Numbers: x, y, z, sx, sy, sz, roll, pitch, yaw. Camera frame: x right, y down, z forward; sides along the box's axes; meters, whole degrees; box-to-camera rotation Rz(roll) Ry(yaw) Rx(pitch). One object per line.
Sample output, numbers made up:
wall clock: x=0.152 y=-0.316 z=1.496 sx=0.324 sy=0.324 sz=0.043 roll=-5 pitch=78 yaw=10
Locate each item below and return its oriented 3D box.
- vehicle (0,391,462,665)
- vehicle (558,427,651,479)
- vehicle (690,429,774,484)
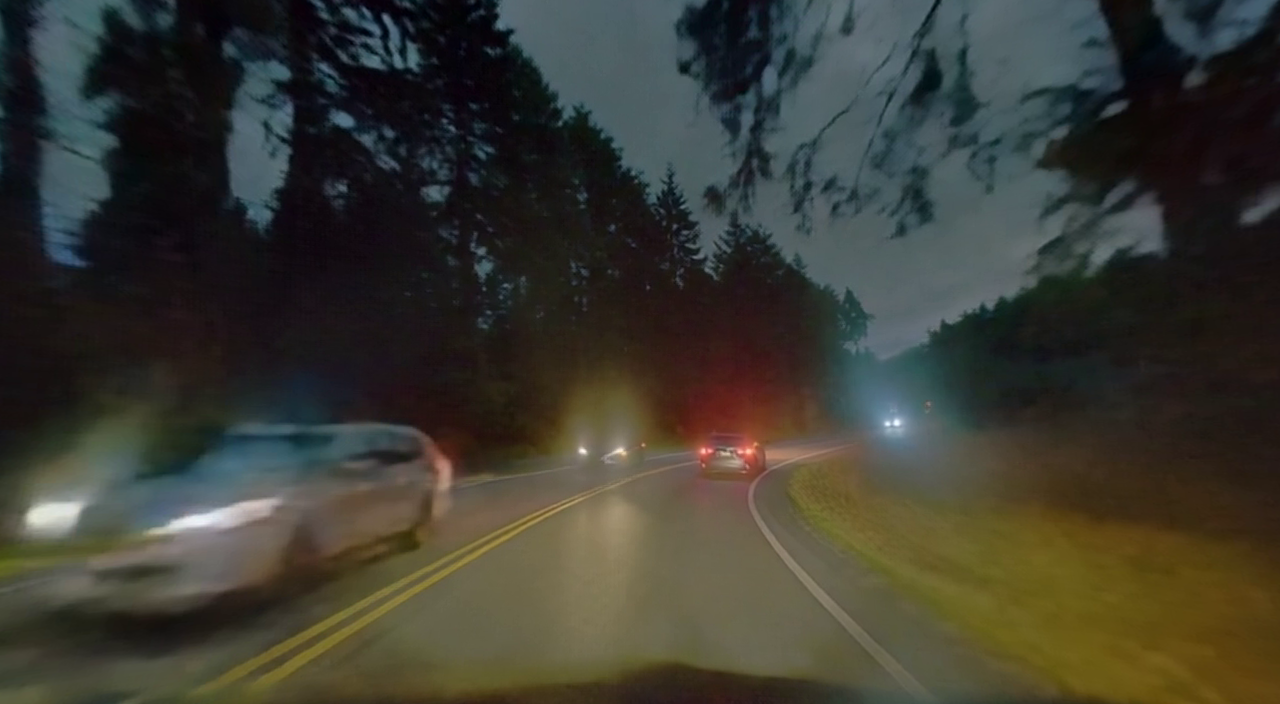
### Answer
vehicle: x=-3.773 y=1.462 z=6.412 sx=2.347 sy=1.757 sz=4.359 roll=-1 pitch=-8 yaw=5
vehicle: x=-1.136 y=3.535 z=22.355 sx=2.032 sy=1.654 sz=4.204 roll=-2 pitch=-8 yaw=16
vehicle: x=3.102 y=3.335 z=20.486 sx=2.274 sy=1.583 sz=4.349 roll=-2 pitch=-8 yaw=13
